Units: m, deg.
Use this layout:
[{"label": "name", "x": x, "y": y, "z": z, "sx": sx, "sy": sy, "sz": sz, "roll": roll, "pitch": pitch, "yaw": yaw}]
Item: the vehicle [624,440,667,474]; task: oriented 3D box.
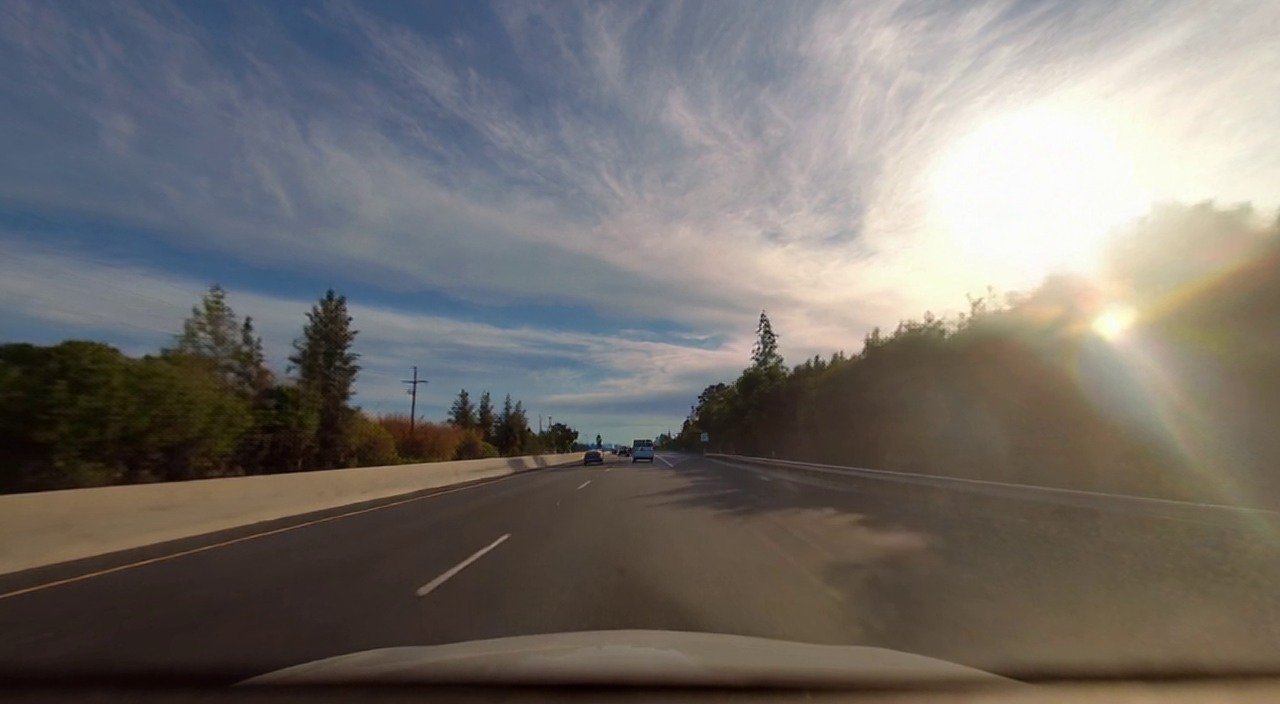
[{"label": "vehicle", "x": 0.285, "y": 5.651, "z": 33.985, "sx": 2.172, "sy": 1.687, "sz": 3.929, "roll": 0, "pitch": -9, "yaw": 0}]
